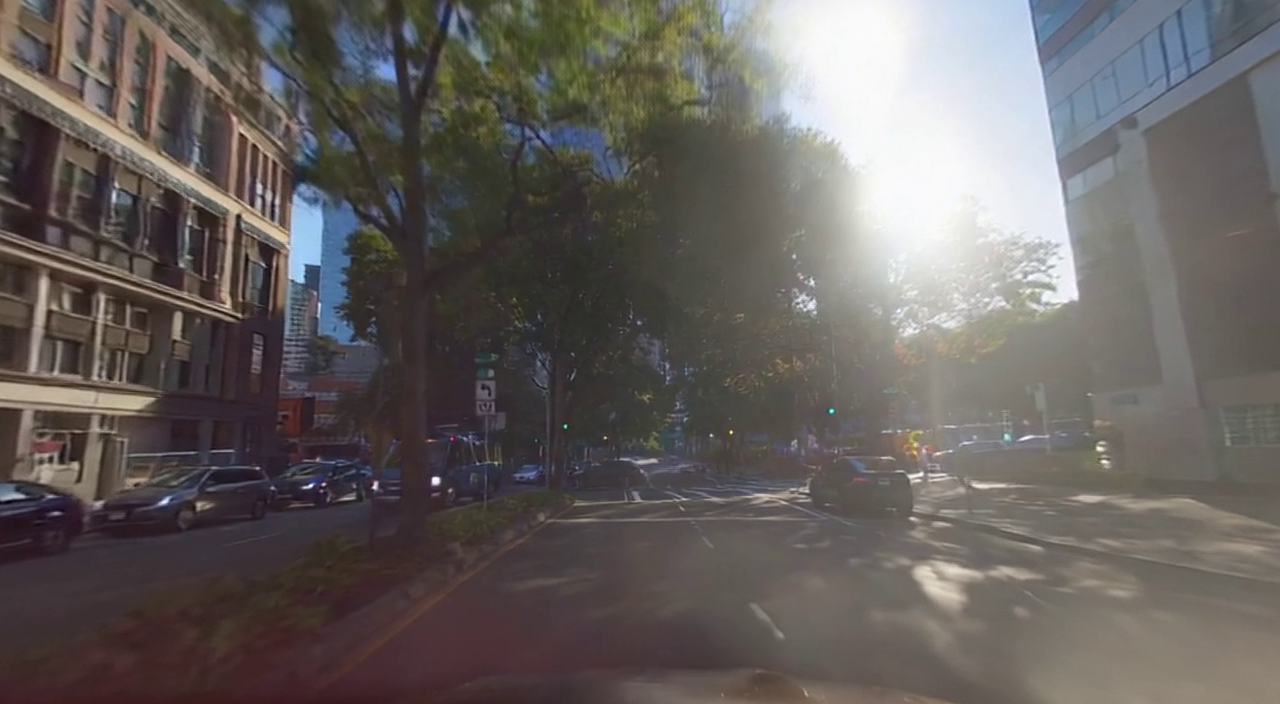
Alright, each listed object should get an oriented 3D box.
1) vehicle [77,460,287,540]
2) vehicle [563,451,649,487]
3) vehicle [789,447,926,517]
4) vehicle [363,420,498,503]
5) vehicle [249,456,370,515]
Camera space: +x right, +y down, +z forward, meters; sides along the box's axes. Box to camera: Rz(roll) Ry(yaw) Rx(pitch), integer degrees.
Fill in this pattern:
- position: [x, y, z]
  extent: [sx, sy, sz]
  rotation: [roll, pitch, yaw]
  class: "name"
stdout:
- position: [-11.355, 3.651, 16.219]
  extent: [1.968, 1.608, 4.609]
  rotation: [0, -8, -1]
  class: "vehicle"
- position: [-2.000, 6.903, 37.503]
  extent: [4.742, 1.906, 1.933]
  rotation: [4, -9, -25]
  class: "vehicle"
- position: [5.500, 3.306, 16.690]
  extent: [1.888, 1.536, 4.381]
  rotation: [0, -8, -2]
  class: "vehicle"
- position: [-8.193, 4.371, 25.752]
  extent: [2.591, 2.910, 6.652]
  rotation: [-1, -8, 6]
  class: "vehicle"
- position: [-11.368, 4.577, 22.131]
  extent: [1.908, 1.721, 4.285]
  rotation: [-1, -8, 0]
  class: "vehicle"
